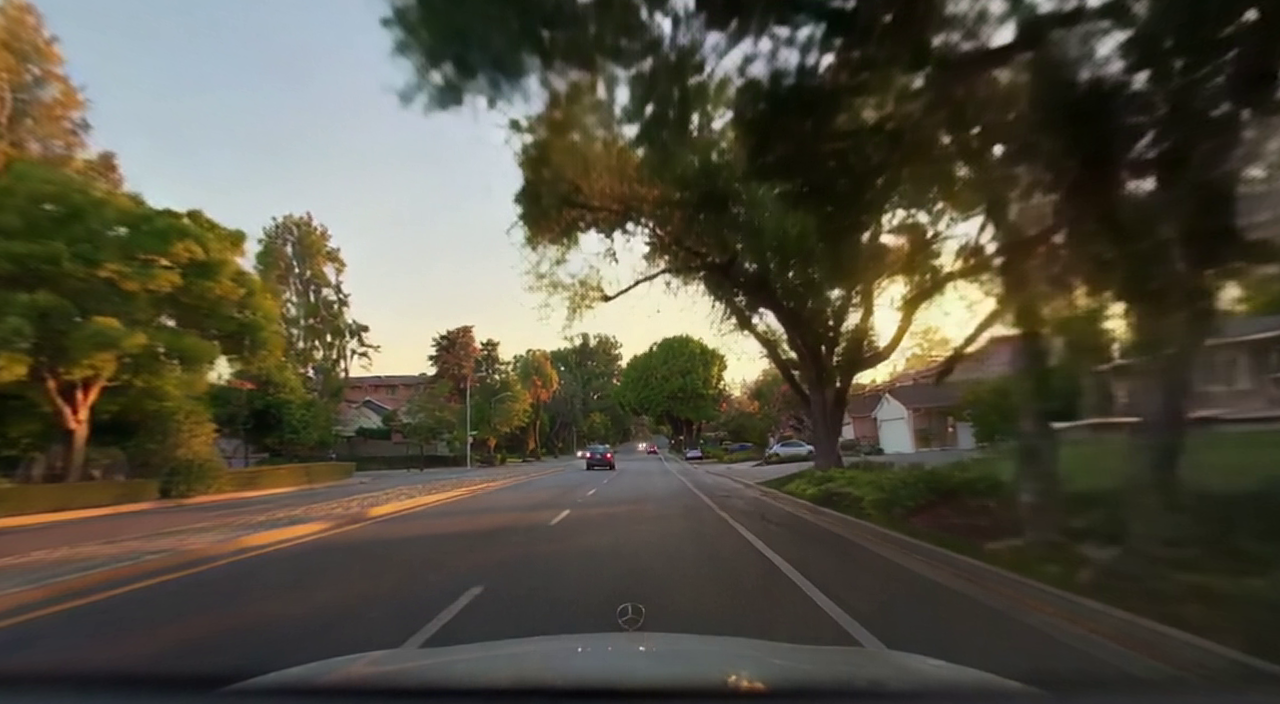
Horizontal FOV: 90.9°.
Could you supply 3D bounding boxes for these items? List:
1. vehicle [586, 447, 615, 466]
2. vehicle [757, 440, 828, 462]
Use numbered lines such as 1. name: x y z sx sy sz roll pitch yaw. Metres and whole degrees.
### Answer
1. vehicle: -3.009 8.123 49.191 1.973 1.400 3.915 0 -8 1
2. vehicle: 10.856 7.052 45.088 4.606 1.525 1.932 0 -8 0
